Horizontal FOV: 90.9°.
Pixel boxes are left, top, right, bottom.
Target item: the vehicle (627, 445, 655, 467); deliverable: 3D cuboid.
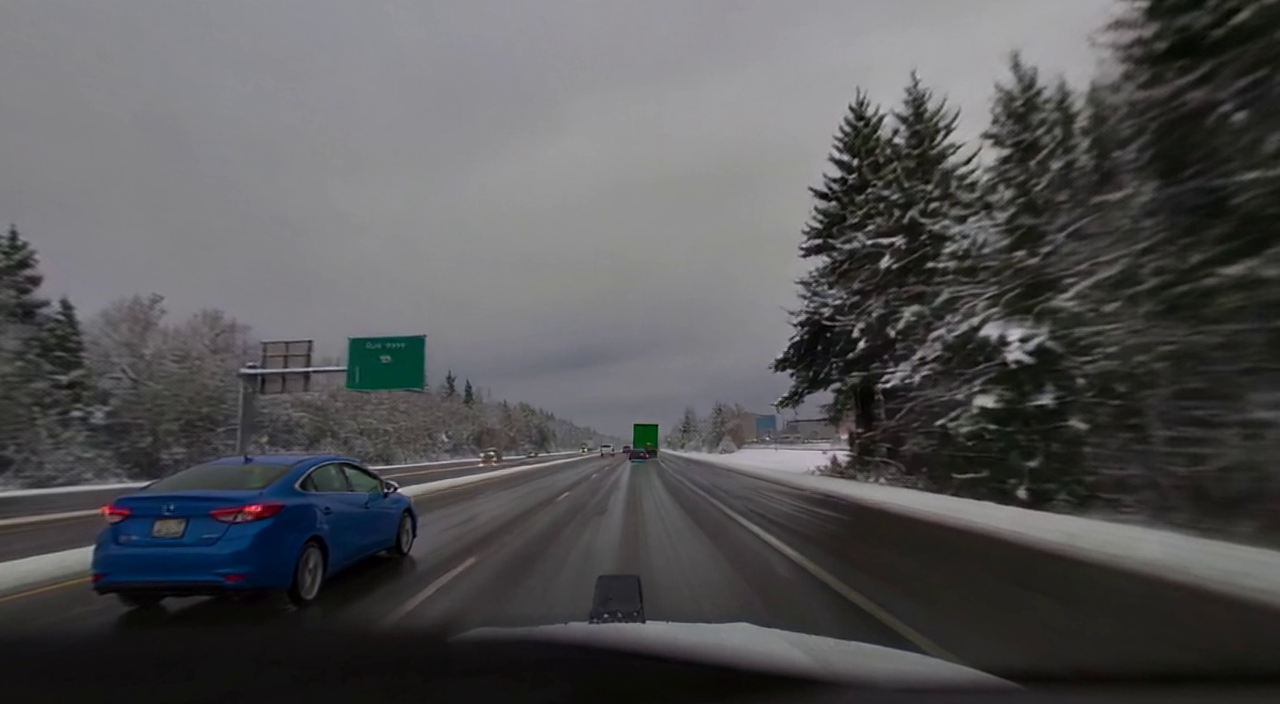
[{"bbox_3d":[0.083,7.993,48.425,2.094,1.559,3.945,-1,-9,0],"label":"vehicle"}]
